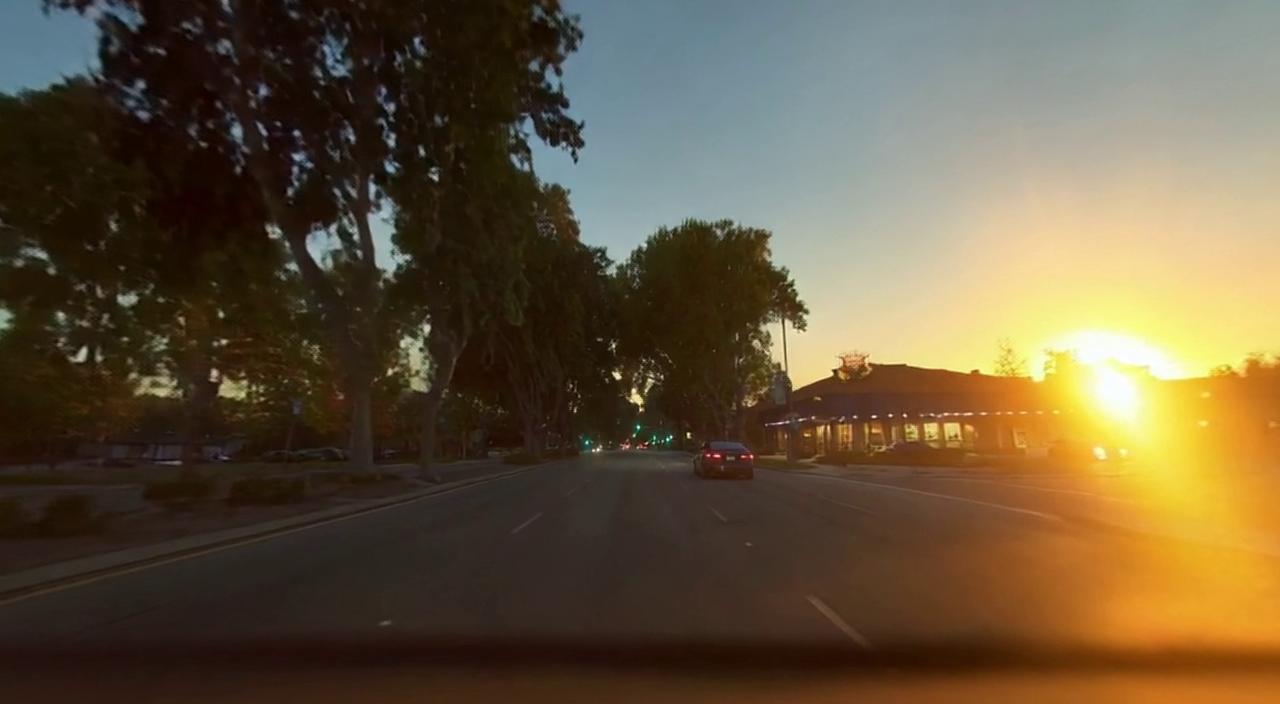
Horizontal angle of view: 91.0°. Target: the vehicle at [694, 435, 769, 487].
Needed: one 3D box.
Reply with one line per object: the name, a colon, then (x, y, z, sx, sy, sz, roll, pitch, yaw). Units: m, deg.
vehicle: (3.292, 4.029, 23.615, 2.083, 1.743, 4.354, 0, -8, -1)
